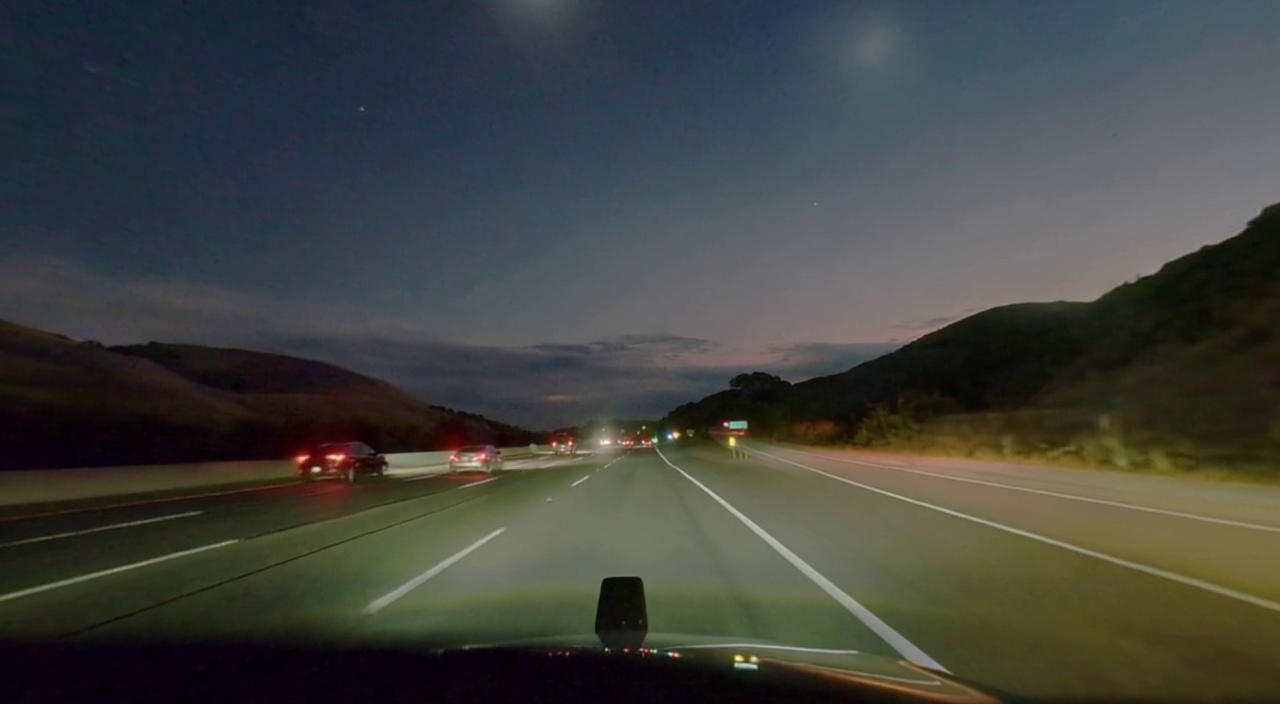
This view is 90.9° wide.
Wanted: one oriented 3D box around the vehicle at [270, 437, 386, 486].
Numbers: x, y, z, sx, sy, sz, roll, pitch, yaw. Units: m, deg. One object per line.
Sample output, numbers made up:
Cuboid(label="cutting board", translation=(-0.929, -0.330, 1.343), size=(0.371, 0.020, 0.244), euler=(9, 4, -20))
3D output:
Cuboid(label="vehicle", translation=(-11.649, 4.096, 23.989), size=(2.020, 1.645, 4.629), euler=(0, -8, 1))

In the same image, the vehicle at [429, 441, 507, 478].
Cuboid(label="vehicle", translation=(-7.477, 4.698, 27.944), size=(2.107, 1.484, 4.449), euler=(-1, -8, 1))
